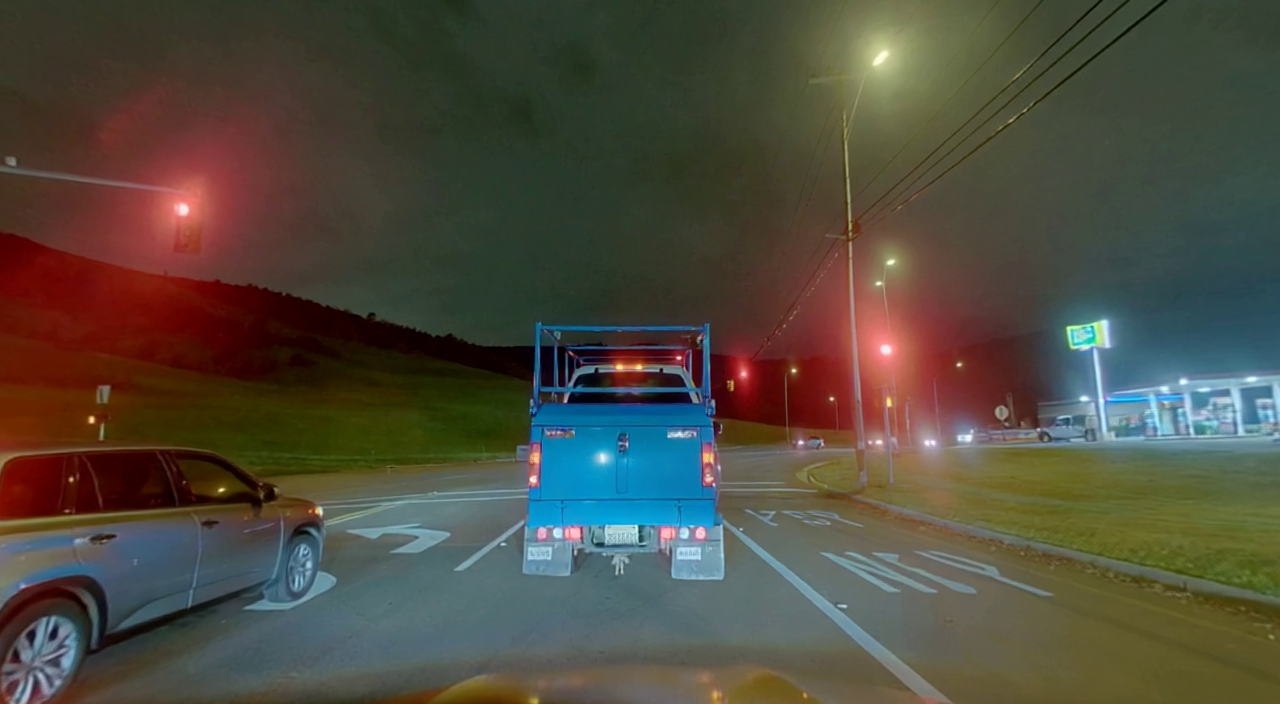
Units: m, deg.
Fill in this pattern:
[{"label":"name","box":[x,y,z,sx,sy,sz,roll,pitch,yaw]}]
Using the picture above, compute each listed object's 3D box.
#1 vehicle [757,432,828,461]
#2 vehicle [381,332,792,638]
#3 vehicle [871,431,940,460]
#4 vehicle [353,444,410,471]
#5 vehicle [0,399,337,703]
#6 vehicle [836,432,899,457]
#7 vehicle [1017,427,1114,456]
[{"label":"vehicle","box":[9.946,6.146,40.917,4.806,1.798,2.022,7,-11,-41]},{"label":"vehicle","box":[-0.425,1.321,7.207,2.859,2.144,5.406,0,-9,-1]},{"label":"vehicle","box":[17.341,6.104,40.976,5.021,1.757,2.012,7,-11,-41]},{"label":"vehicle","box":[-17.124,7.009,41.911,2.133,1.690,4.331,0,-9,-3]},{"label":"vehicle","box":[-3.962,1.188,3.979,2.017,1.555,4.150,-1,-9,0]},{"label":"vehicle","box":[17.059,6.923,47.171,4.975,1.799,2.117,7,-11,-39]},{"label":"vehicle","box":[25.561,5.386,37.930,4.419,1.496,1.854,-2,-9,1]}]
